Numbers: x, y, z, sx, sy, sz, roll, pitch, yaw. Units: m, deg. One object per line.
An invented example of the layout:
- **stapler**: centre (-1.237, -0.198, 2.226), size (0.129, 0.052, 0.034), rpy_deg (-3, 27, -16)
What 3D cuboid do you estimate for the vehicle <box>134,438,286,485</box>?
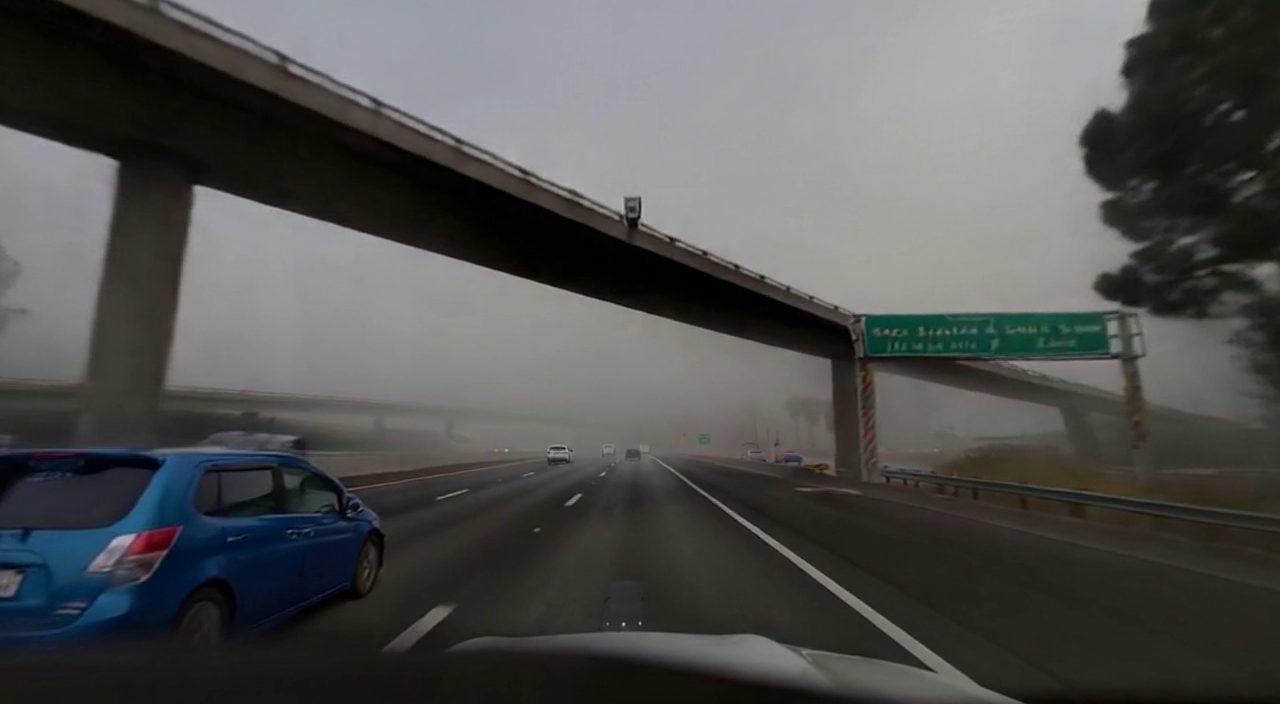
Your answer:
- **vehicle**: centre (-15.975, 4.063, 23.770), size (2.136, 1.576, 5.013), rpy_deg (0, -8, 1)
